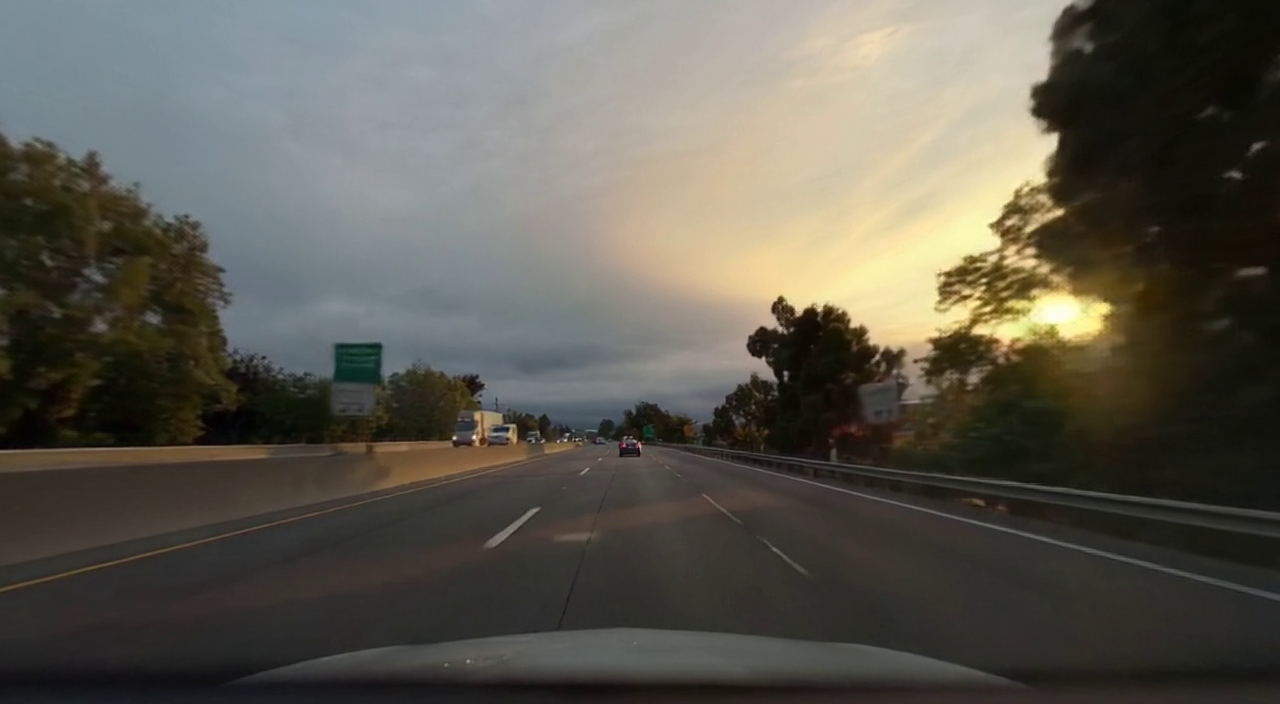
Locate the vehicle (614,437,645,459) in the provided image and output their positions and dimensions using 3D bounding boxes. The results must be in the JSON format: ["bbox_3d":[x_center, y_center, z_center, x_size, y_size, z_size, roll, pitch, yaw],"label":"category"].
[{"bbox_3d":[-0.796,7.004,45.843,2.099,1.504,3.843,0,-8,-2],"label":"vehicle"}]
